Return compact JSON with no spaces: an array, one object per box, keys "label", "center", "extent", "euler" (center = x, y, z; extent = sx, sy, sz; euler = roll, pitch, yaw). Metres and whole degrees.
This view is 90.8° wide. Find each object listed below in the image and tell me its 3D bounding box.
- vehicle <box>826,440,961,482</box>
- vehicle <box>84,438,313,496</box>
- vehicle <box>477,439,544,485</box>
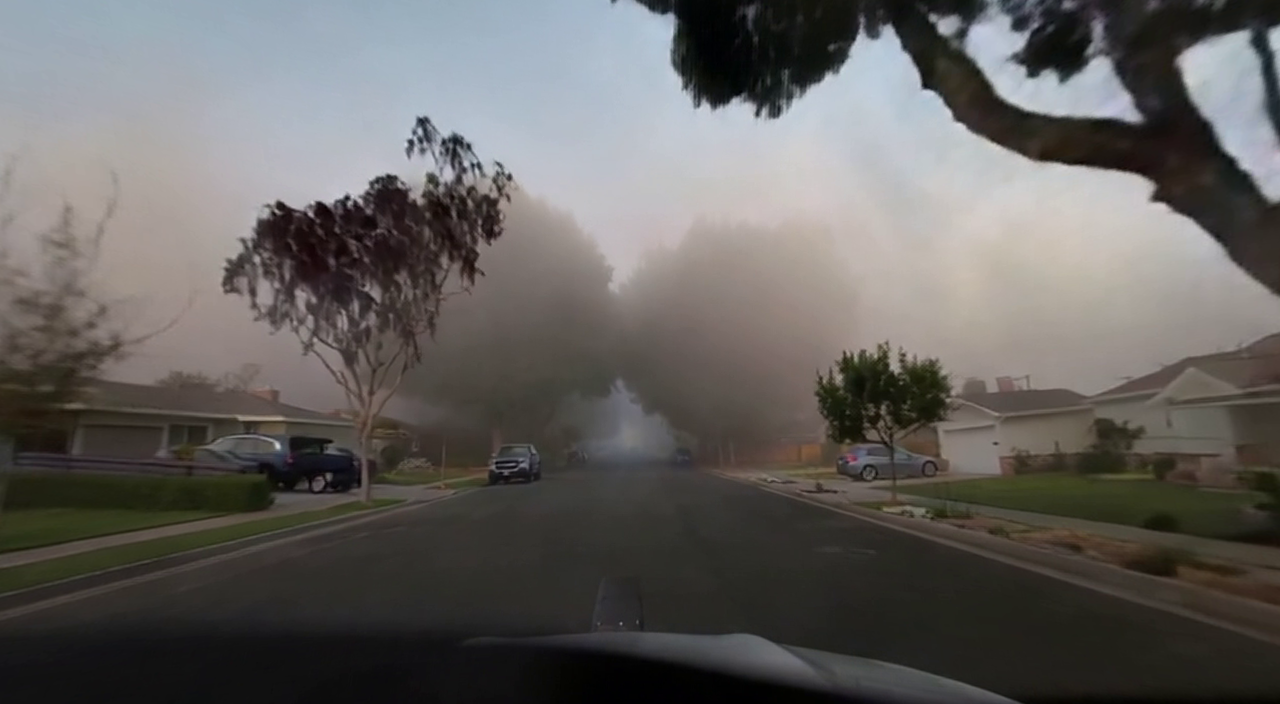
[{"label":"vehicle","center":[9.967,4.314,25.098],"extent":[4.497,1.564,1.948],"euler":[0,-8,-2]},{"label":"vehicle","center":[-12.535,3.292,18.236],"extent":[5.040,1.541,2.042],"euler":[0,-9,0]},{"label":"vehicle","center":[-5.980,5.131,29.869],"extent":[2.341,1.942,5.044],"euler":[0,-8,-3]}]
